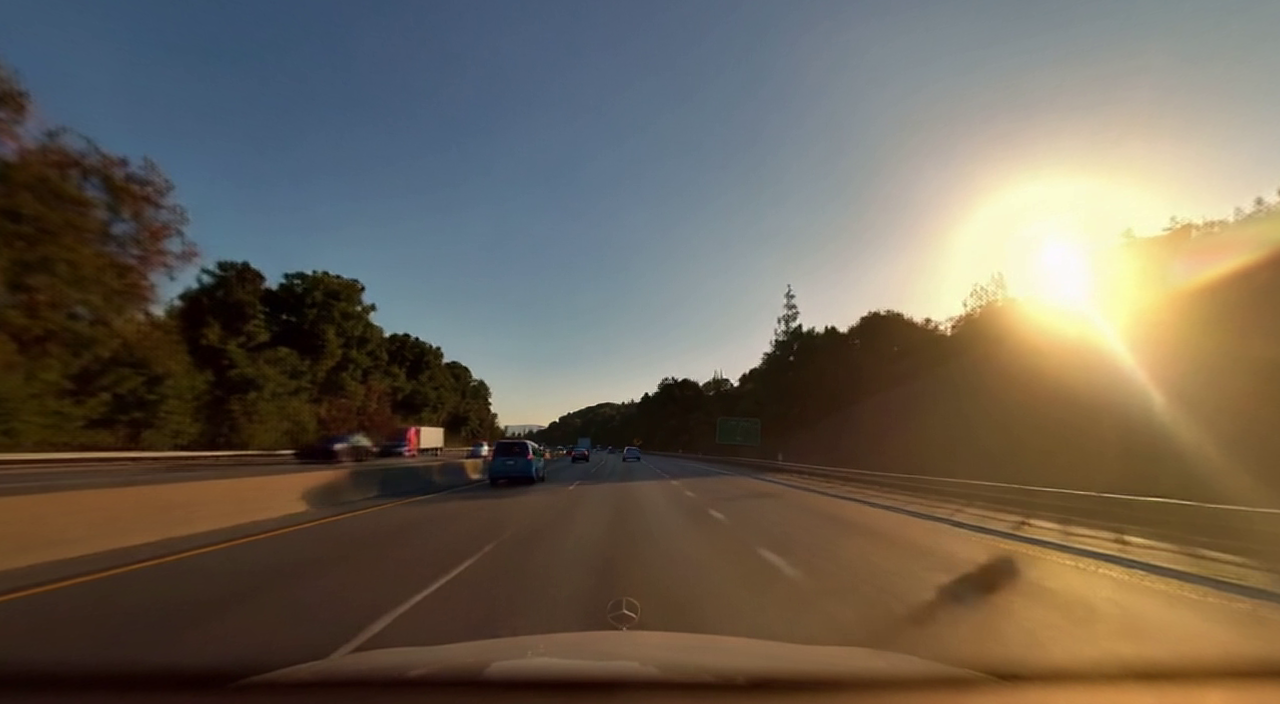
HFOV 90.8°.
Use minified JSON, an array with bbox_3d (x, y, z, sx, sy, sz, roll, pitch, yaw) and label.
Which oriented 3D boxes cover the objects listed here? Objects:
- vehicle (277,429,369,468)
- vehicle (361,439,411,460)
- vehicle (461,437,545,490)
[{"bbox_3d":[-13.838,4.249,27.847,1.899,1.536,4.263,0,-9,-1],"label":"vehicle"},{"bbox_3d":[-18.290,7.061,45.623,1.851,1.453,4.488,0,-9,-2],"label":"vehicle"},{"bbox_3d":[-4.703,3.909,22.366,2.088,1.675,4.108,0,-9,0],"label":"vehicle"}]
